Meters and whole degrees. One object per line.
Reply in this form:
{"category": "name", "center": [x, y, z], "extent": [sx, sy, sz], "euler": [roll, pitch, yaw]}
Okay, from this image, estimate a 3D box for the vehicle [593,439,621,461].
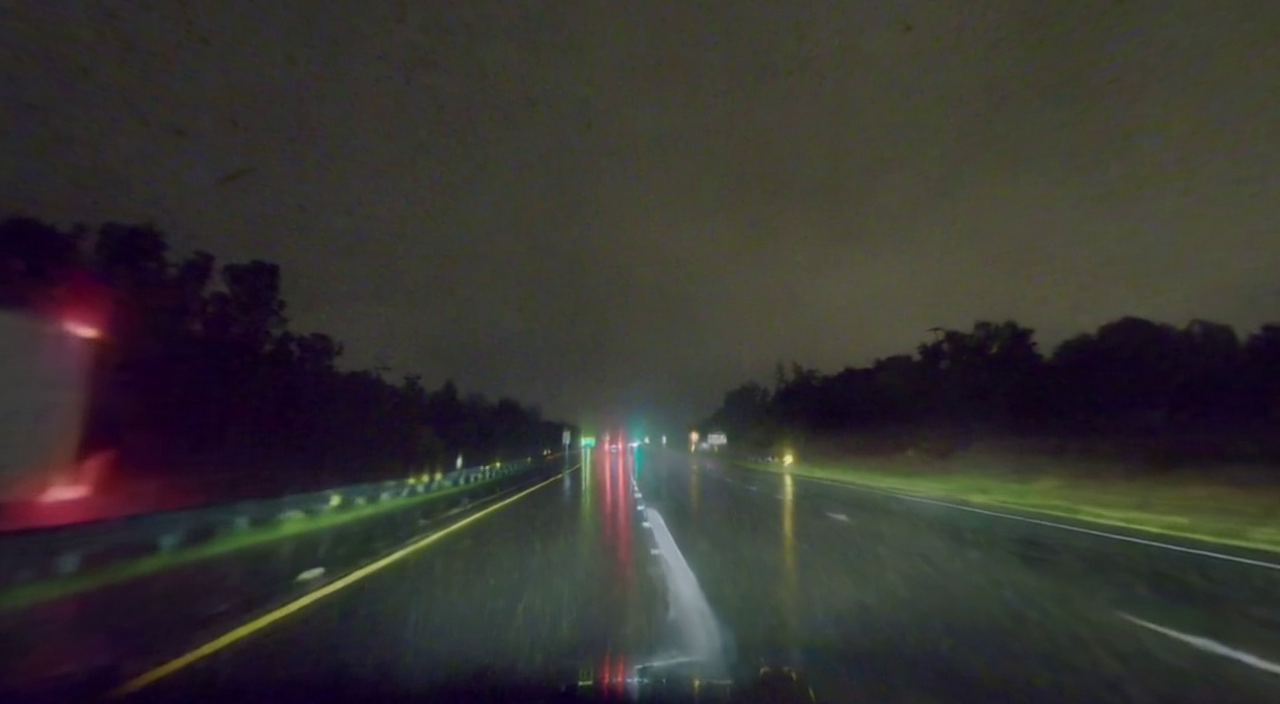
{"category": "vehicle", "center": [-2.489, 7.472, 48.052], "extent": [2.009, 1.554, 4.013], "euler": [0, -8, -1]}
